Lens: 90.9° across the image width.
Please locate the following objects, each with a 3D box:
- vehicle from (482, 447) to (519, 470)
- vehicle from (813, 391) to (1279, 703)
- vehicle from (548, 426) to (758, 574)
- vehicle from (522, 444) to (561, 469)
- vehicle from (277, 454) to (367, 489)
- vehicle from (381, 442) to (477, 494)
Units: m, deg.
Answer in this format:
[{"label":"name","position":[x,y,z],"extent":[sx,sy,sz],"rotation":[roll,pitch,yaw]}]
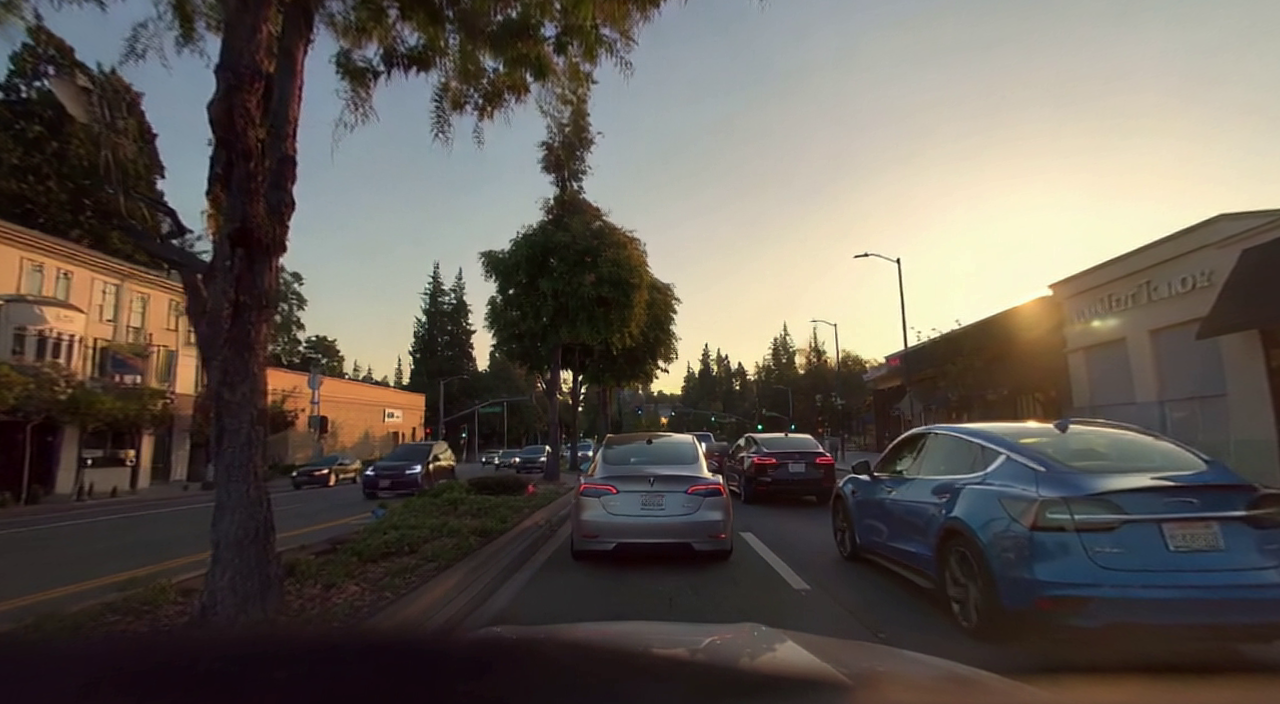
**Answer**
[{"label":"vehicle","position":[-10.330,7.883,46.962],"extent":[1.690,1.628,4.281],"rotation":[0,-8,1]},{"label":"vehicle","position":[3.219,1.361,5.661],"extent":[2.038,1.651,4.455],"rotation":[0,-8,0]},{"label":"vehicle","position":[0.147,1.801,8.468],"extent":[2.137,1.488,3.938],"rotation":[0,-8,0]},{"label":"vehicle","position":[-7.310,7.785,47.155],"extent":[2.036,1.705,4.520],"rotation":[0,-8,2]},{"label":"vehicle","position":[-14.837,5.566,29.709],"extent":[1.999,1.462,4.200],"rotation":[0,-8,1]},{"label":"vehicle","position":[-7.511,4.142,22.924],"extent":[1.968,1.682,4.213],"rotation":[0,-8,1]}]
